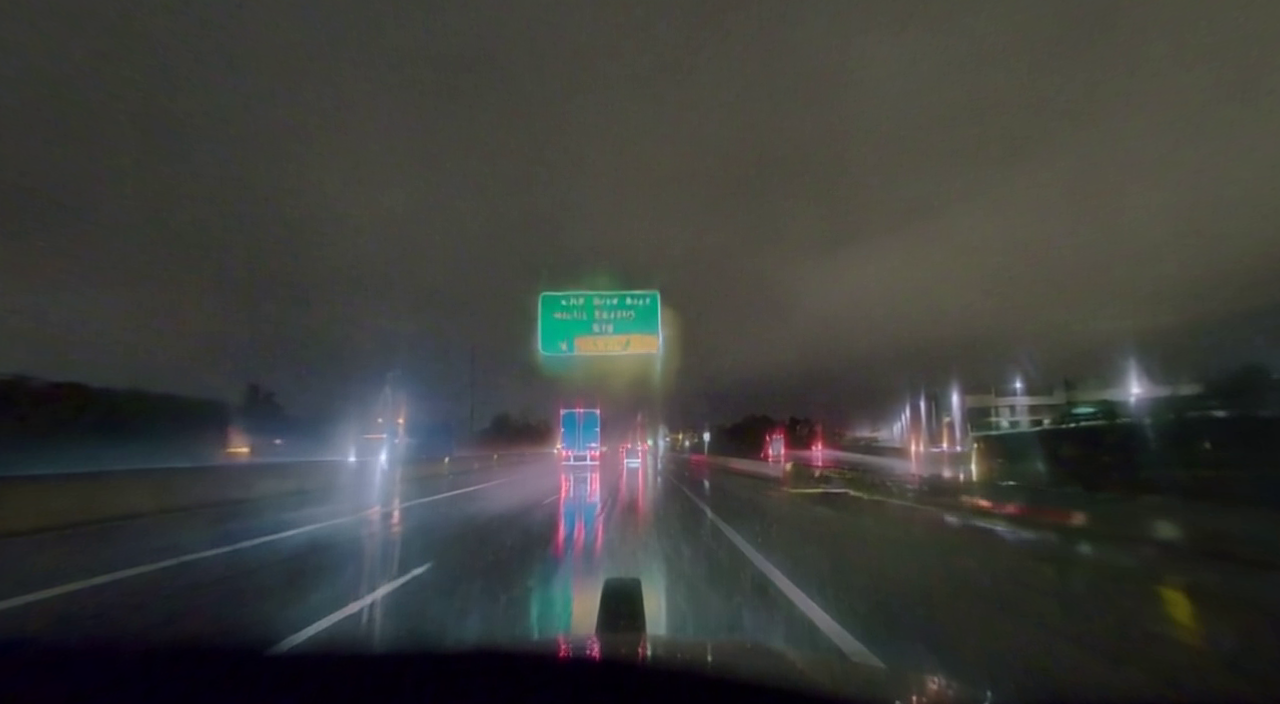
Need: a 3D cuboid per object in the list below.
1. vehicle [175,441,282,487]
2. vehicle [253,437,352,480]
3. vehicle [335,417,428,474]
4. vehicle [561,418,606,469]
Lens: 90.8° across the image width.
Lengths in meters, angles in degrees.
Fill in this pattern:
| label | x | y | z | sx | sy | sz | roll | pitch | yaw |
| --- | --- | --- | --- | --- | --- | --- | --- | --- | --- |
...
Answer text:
| label | x | y | z | sx | sy | sz | roll | pitch | yaw |
| --- | --- | --- | --- | --- | --- | --- | --- | --- | --- |
| vehicle | -24.280 | 6.610 | 37.587 | 2.374 | 2.485 | 5.901 | 0 | -9 | 0 |
| vehicle | -24.396 | 7.745 | 46.278 | 2.520 | 2.851 | 8.576 | 0 | -9 | 0 |
| vehicle | -19.967 | 7.371 | 49.629 | 3.025 | 3.917 | 10.227 | 0 | -9 | 0 |
| vehicle | -4.031 | 6.764 | 46.516 | 2.707 | 3.461 | 7.191 | 0 | -9 | 0 |
